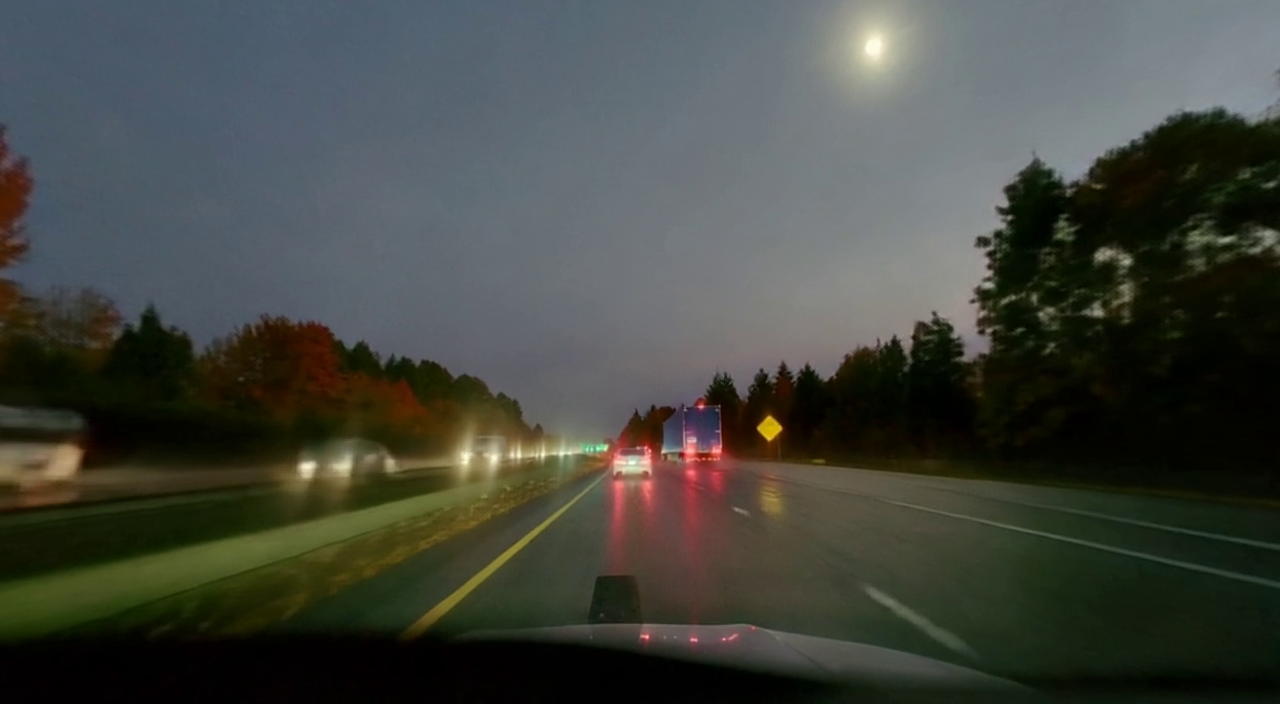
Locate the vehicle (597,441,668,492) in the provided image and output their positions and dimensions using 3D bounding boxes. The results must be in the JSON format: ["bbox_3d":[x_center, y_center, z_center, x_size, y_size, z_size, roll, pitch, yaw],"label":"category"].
[{"bbox_3d":[-0.280,3.746,20.856,2.099,1.506,4.097,0,-9,-1],"label":"vehicle"}]

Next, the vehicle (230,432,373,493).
[{"bbox_3d":[-9.226,3.052,17.525,1.796,1.466,3.929,-1,-9,0],"label":"vehicle"}]

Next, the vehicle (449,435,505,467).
[{"bbox_3d":[-9.773,6.000,38.006,2.175,1.804,4.631,0,-9,-1],"label":"vehicle"}]

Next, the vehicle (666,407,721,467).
[{"bbox_3d":[3.919,6.905,49.632,2.900,4.013,14.455,1,-9,-1],"label":"vehicle"}]
